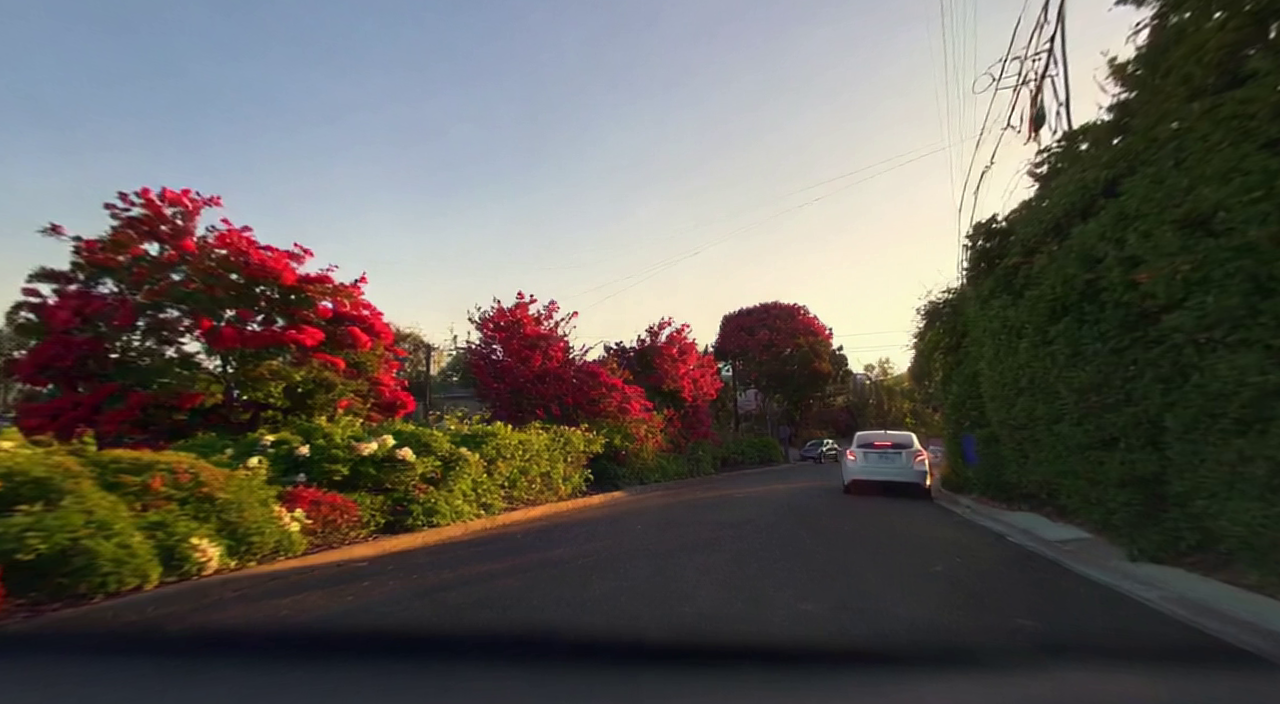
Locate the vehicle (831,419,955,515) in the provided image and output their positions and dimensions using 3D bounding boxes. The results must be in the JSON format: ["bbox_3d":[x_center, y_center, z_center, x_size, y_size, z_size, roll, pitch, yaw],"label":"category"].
[{"bbox_3d":[6.190,2.761,15.756,2.311,1.909,5.570,-3,-9,20],"label":"vehicle"}]
